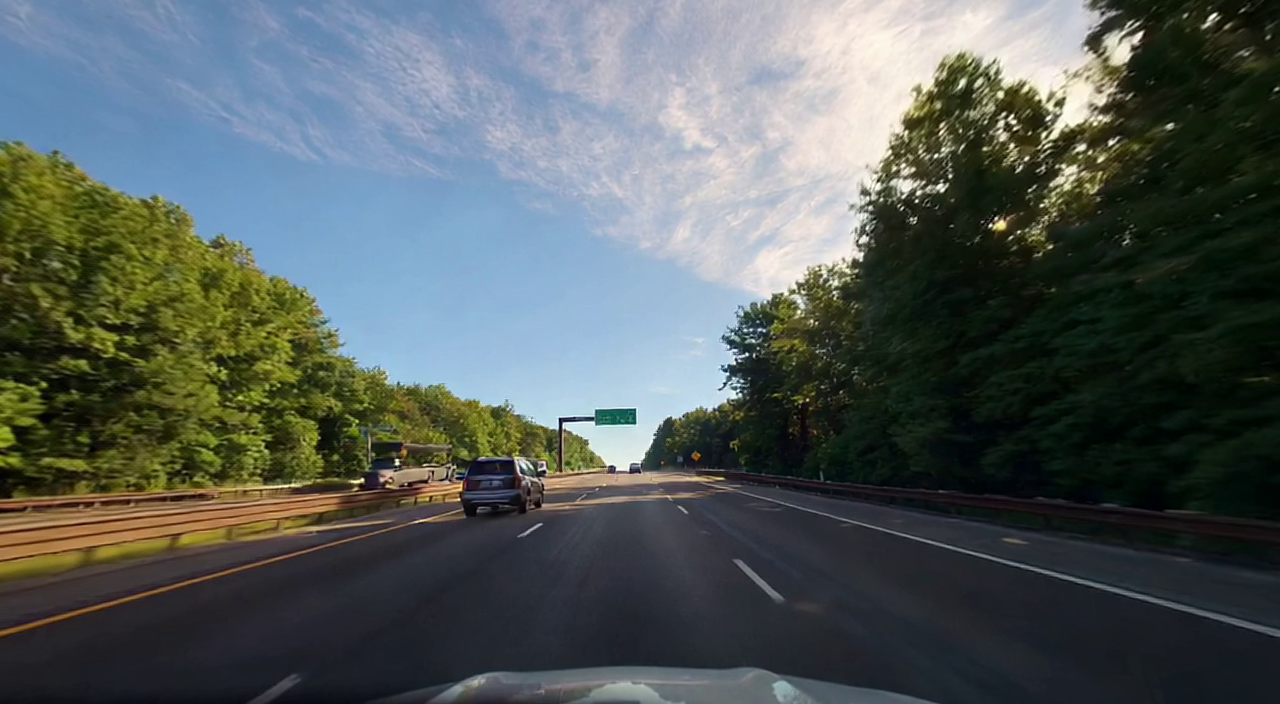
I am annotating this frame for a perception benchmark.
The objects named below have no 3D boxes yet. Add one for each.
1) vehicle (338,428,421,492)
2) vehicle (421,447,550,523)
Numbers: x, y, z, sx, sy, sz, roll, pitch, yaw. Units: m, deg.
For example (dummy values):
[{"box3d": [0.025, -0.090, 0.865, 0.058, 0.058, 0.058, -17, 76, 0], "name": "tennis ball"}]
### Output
[{"box3d": [-17.574, 7.396, 42.977, 2.973, 3.982, 5.879, 1, -10, -1], "name": "vehicle"}, {"box3d": [-3.605, 3.242, 15.664, 2.081, 1.586, 4.245, 1, -10, 0], "name": "vehicle"}]
